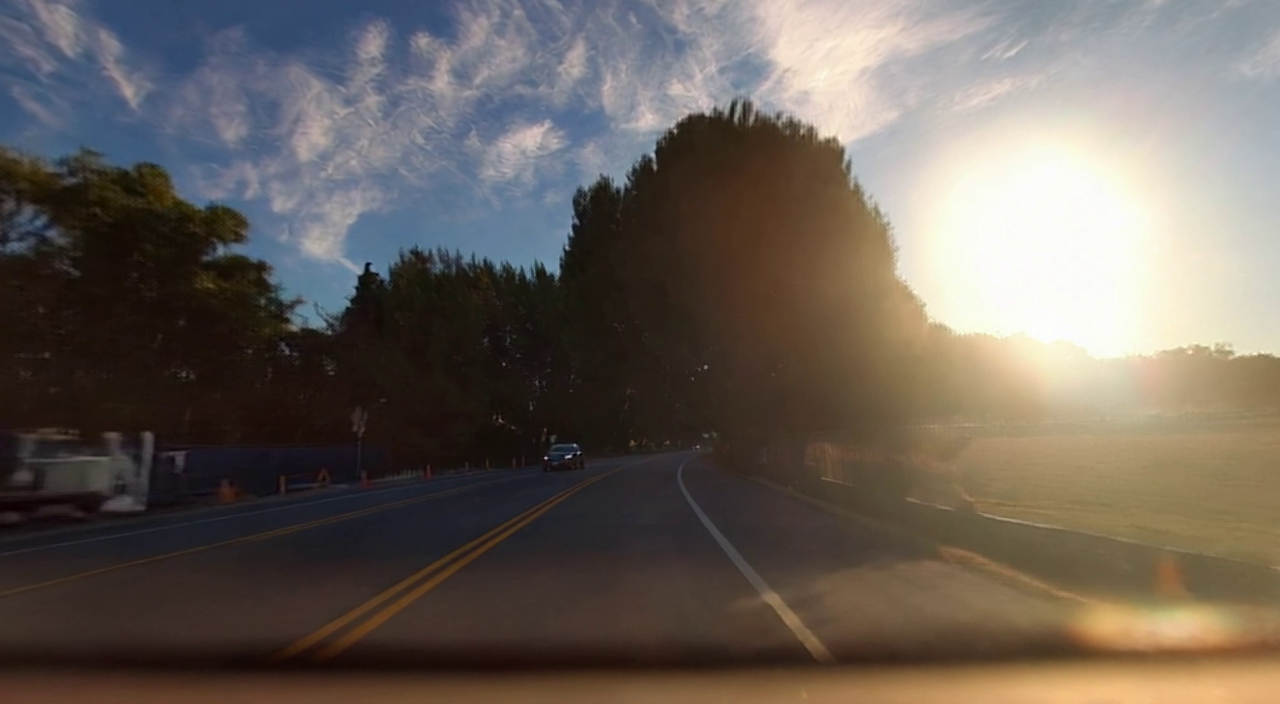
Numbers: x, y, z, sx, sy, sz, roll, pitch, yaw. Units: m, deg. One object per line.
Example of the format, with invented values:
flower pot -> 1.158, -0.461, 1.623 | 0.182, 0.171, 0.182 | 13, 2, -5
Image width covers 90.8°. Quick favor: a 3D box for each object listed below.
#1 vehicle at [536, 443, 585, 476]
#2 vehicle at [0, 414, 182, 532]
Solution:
vehicle -> -3.884, 5.345, 31.518 | 1.737, 1.525, 3.760 | -1, -9, 4
vehicle -> -12.237, 2.338, 12.336 | 2.244, 2.022, 6.102 | -2, -8, -2
